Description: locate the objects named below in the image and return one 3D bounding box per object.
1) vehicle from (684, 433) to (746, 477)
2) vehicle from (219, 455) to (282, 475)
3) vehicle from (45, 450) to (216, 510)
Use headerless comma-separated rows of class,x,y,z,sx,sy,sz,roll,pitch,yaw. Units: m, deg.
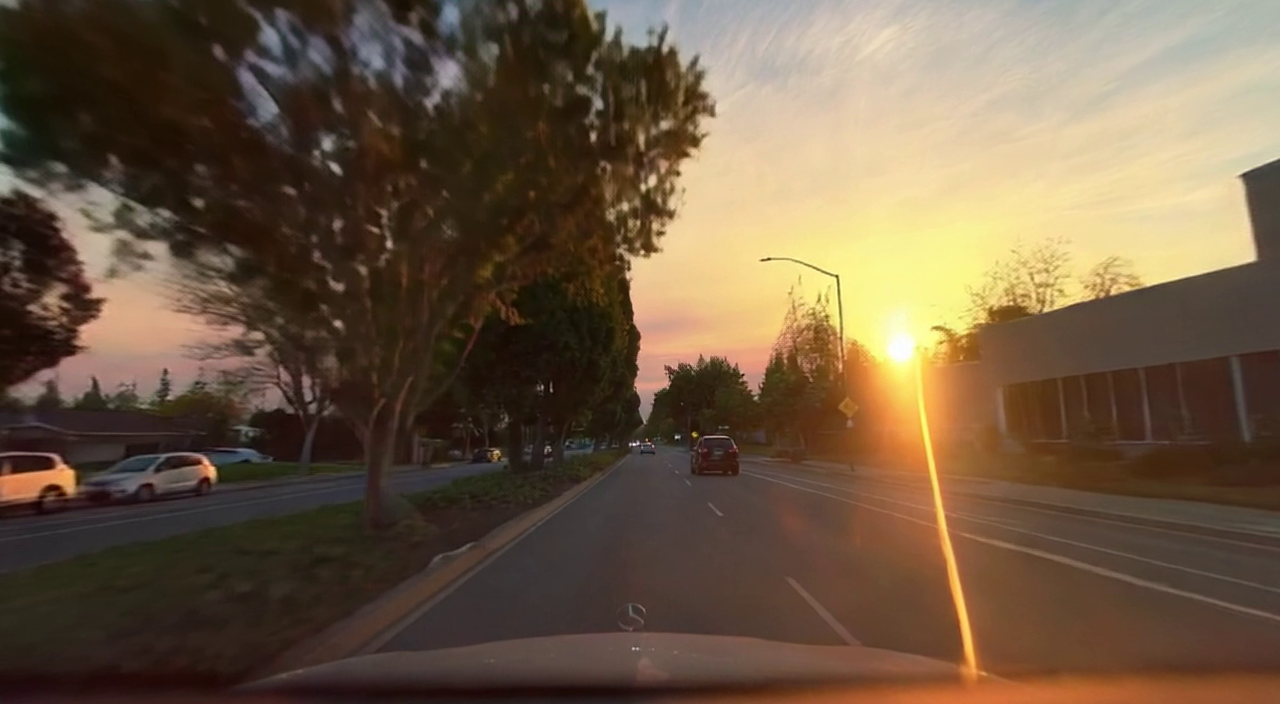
vehicle,3.178,4.472,27.714,2.143,1.759,4.378,0,-8,-1
vehicle,-30.722,8.899,49.889,1.875,1.477,4.858,0,-9,1
vehicle,-16.538,4.137,20.834,1.980,1.695,4.350,0,-8,0
